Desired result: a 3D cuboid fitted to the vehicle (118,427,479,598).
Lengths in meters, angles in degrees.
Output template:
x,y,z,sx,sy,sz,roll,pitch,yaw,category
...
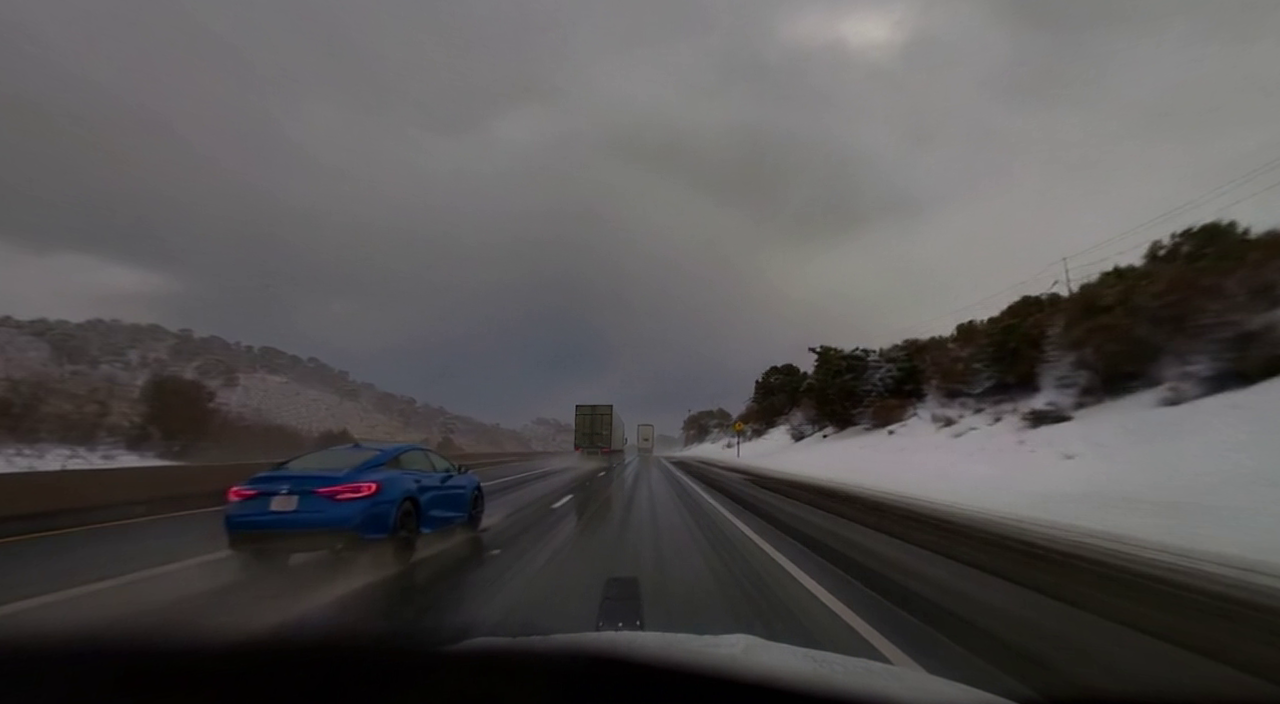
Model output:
x,y,z,sx,sy,sz,roll,pitch,yaw,category
-3.844,1.869,8.383,2.038,1.596,4.769,0,-8,1,vehicle
